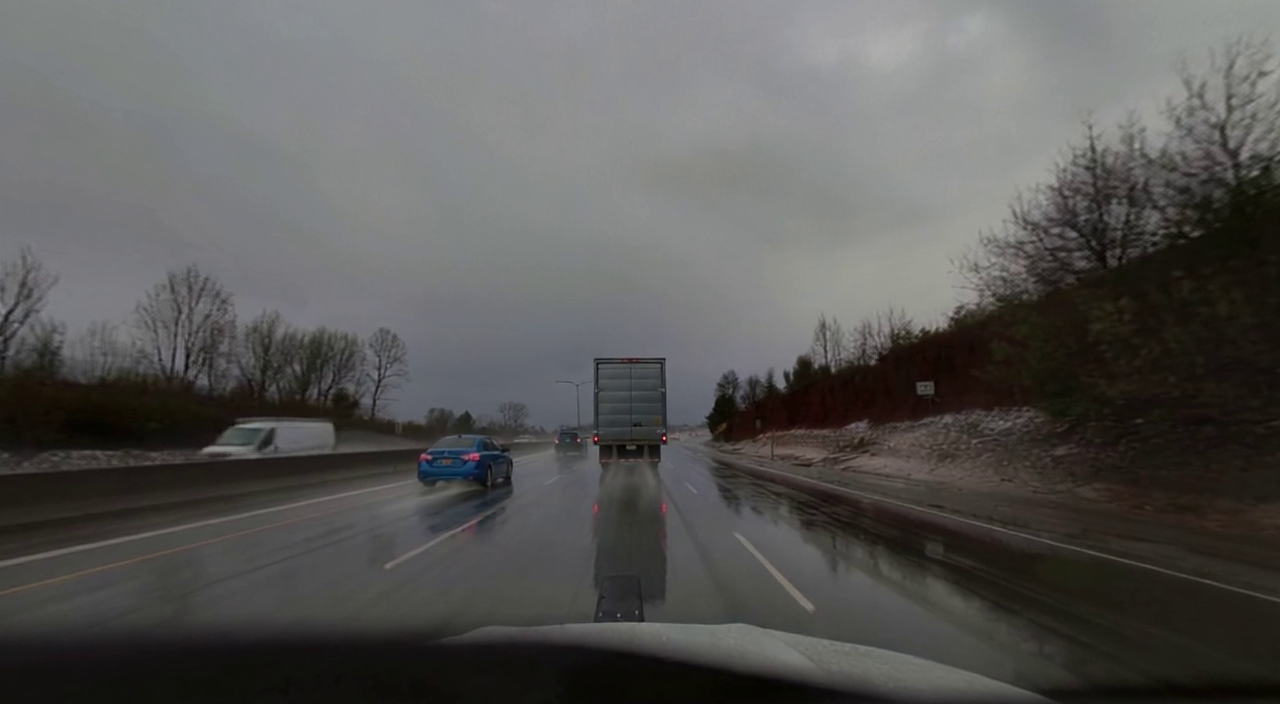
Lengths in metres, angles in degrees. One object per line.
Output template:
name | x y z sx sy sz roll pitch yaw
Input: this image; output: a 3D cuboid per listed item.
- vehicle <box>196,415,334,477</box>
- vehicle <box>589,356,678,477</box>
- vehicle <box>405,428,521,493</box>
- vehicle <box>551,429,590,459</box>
vehicle | -16.378 4.140 28.010 2.367 2.467 5.859 0 -8 2
vehicle | -0.318 2.828 26.242 2.953 4.041 10.072 0 -8 -1
vehicle | -4.670 2.917 17.368 1.931 1.539 4.441 0 -8 0
vehicle | -4.540 6.062 41.569 2.019 1.834 4.644 0 -8 0
